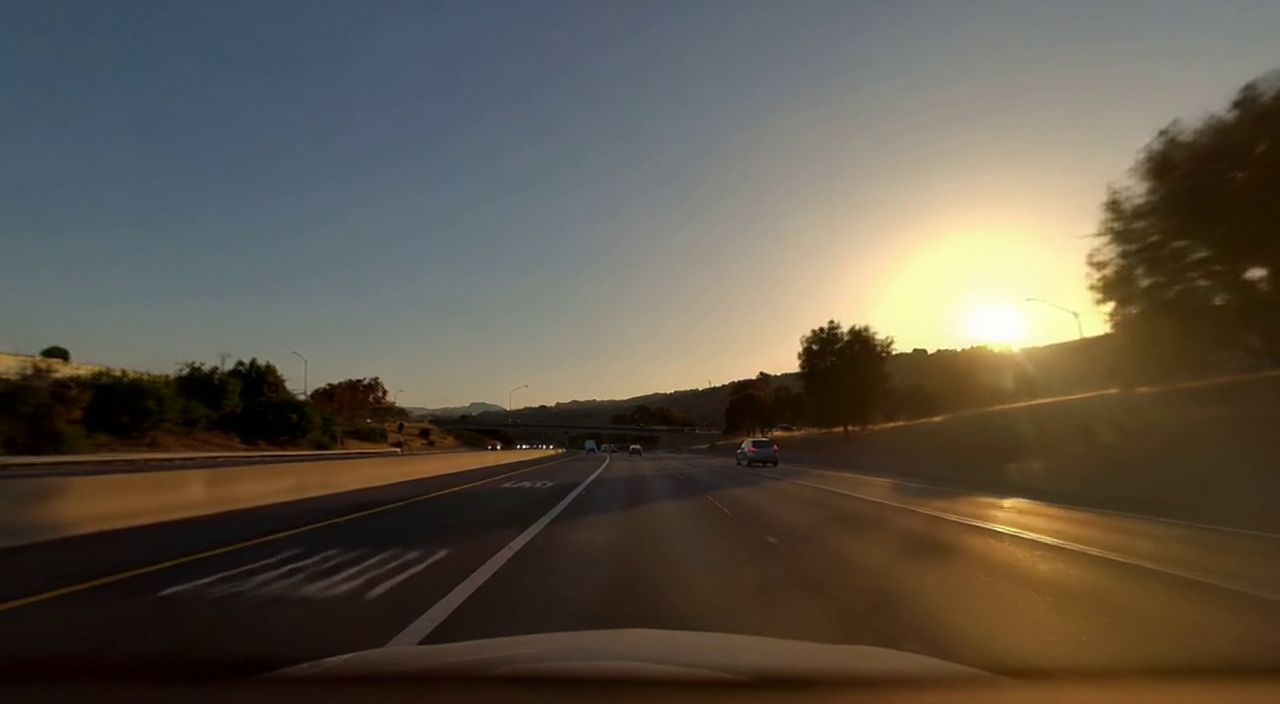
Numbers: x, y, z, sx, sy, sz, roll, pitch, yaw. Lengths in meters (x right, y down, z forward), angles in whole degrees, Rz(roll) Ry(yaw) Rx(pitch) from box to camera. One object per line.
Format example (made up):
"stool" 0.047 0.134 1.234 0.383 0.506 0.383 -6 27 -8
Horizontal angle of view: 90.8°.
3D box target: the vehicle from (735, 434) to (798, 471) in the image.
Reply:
"vehicle" 6.303 5.090 32.056 2.104 1.723 4.538 0 -8 -2
